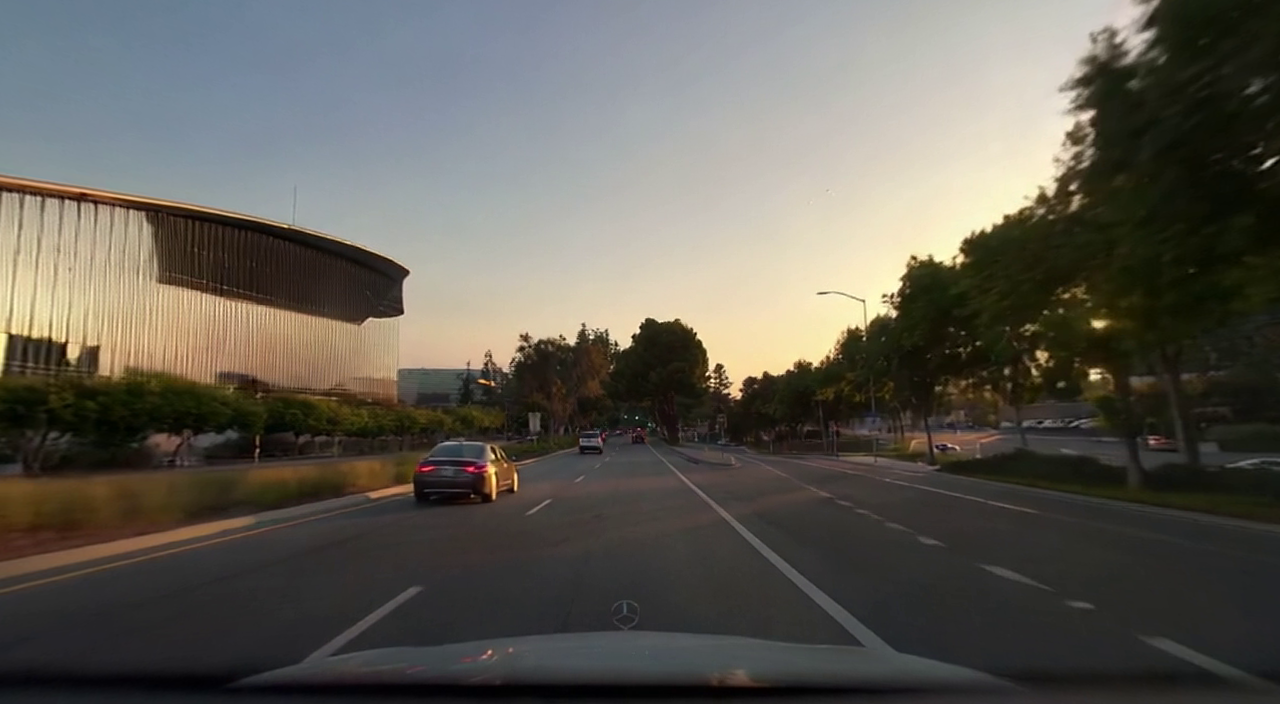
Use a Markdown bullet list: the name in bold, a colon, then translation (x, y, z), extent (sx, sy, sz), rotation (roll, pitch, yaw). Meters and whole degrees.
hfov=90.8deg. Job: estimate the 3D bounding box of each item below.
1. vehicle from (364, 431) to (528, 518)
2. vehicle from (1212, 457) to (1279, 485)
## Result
- **vehicle**: translation (-3.854, 2.504, 13.551), extent (1.984, 1.521, 4.682), rotation (0, -8, 1)
- **vehicle**: translation (38.008, 7.240, 38.641), extent (4.574, 1.560, 1.967), rotation (1, -9, -12)
